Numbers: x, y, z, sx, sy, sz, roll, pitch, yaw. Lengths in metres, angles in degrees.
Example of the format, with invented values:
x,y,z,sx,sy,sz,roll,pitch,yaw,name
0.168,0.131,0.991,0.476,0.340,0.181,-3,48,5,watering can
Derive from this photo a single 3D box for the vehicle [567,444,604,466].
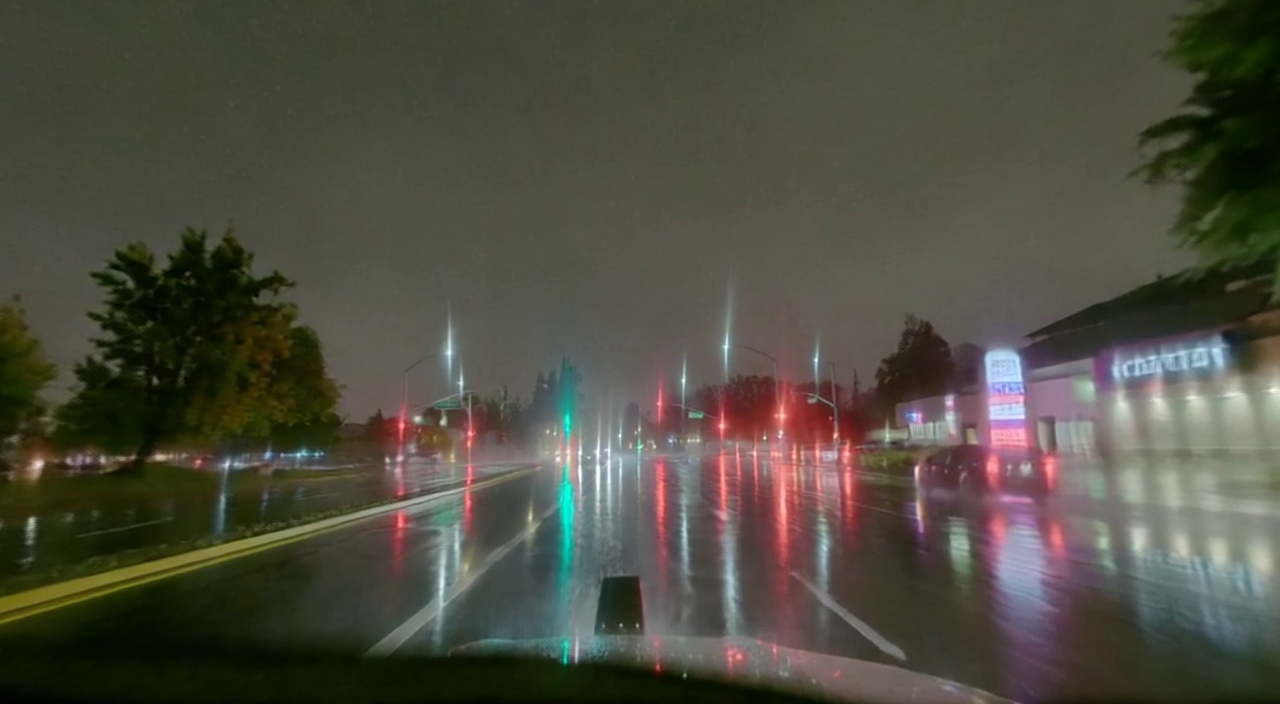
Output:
x,y,z,sx,sy,sz,roll,pitch,yaw,name
-3.805,7.249,44.711,2.121,1.481,4.708,0,-8,1,vehicle

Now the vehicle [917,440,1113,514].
x,y,z,sx,sy,sz,roll,pitch,yaw,name
8.482,2.819,14.852,1.936,1.460,4.258,0,-8,-1,vehicle
